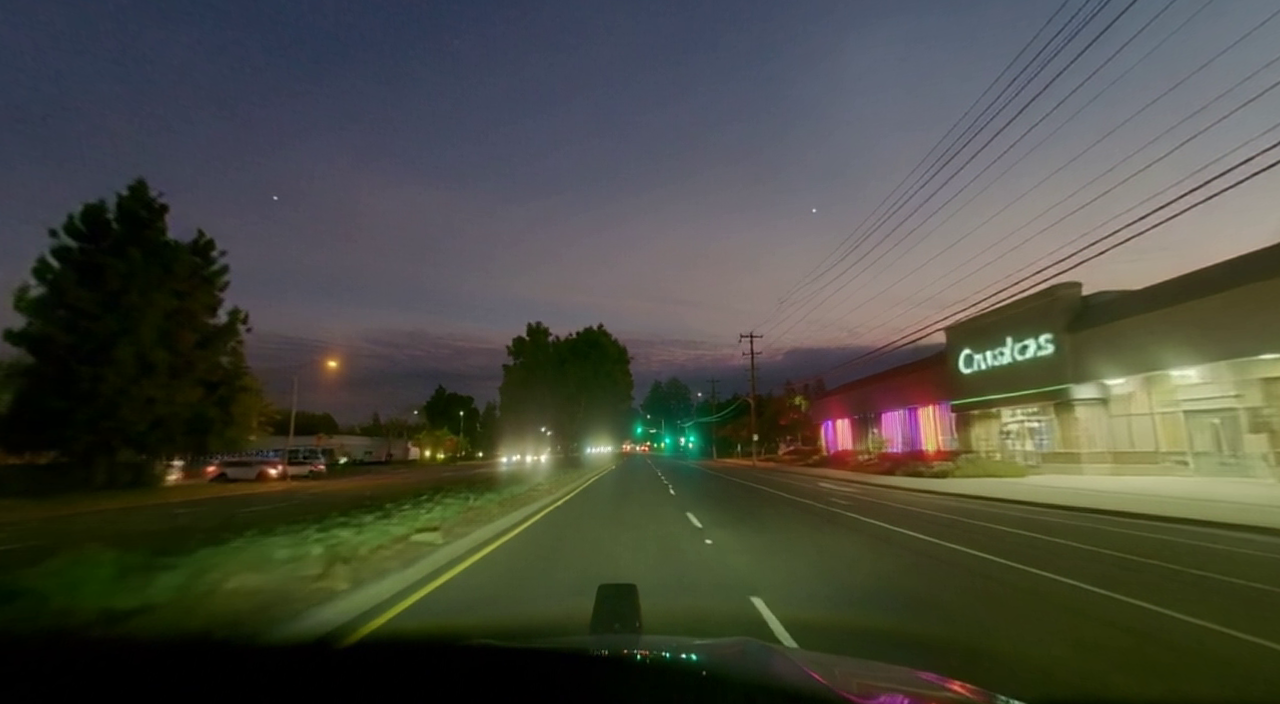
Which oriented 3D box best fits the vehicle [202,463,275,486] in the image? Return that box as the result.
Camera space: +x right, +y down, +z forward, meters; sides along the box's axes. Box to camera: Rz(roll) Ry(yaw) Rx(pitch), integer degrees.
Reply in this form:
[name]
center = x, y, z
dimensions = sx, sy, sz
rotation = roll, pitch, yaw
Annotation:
[vehicle]
center = -30.465, 9.288, 48.039
dimensions = 4.377, 1.520, 1.843
rotation = -3, -9, 3
